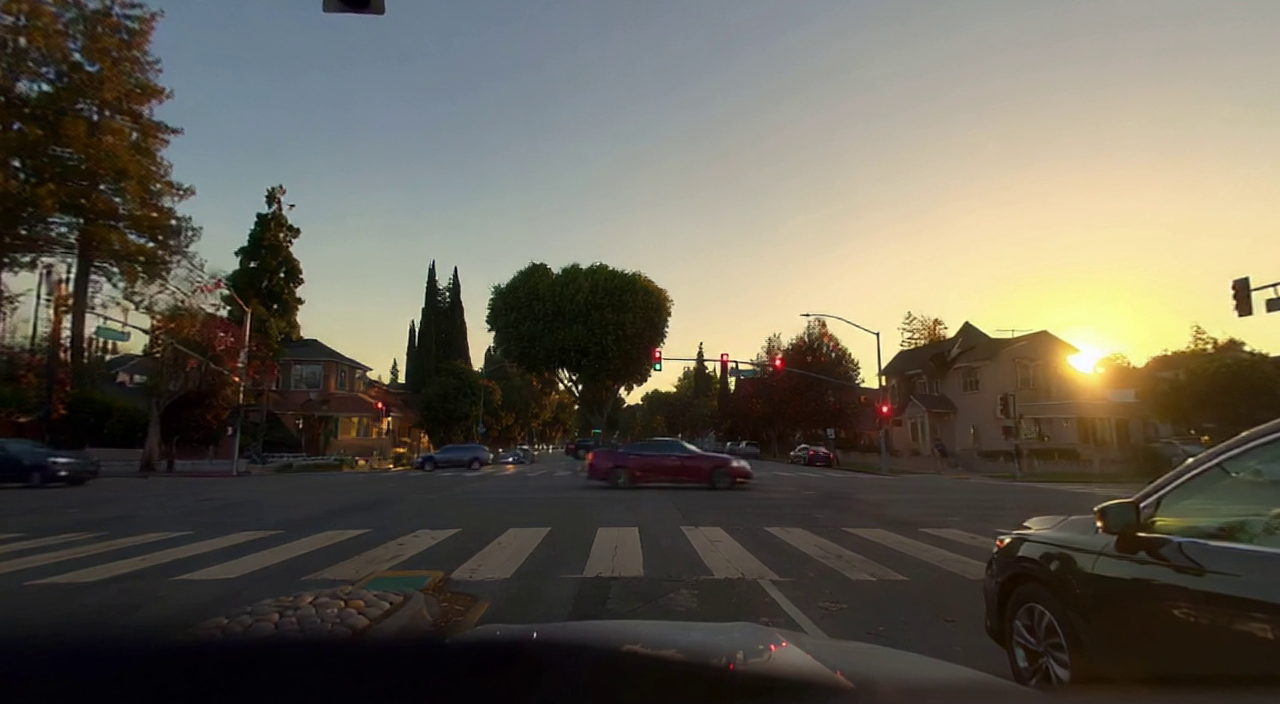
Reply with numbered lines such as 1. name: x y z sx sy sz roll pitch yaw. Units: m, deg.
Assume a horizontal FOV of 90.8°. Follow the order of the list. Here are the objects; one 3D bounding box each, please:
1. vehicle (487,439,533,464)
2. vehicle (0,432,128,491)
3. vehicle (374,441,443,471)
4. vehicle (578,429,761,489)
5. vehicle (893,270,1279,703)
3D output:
1. vehicle: -8.886 6.870 43.709 2.028 1.654 5.027 0 -9 1
2. vehicle: -19.640 3.454 20.043 4.860 1.748 2.160 0 -9 1
3. vehicle: -14.371 6.481 39.540 2.065 1.775 4.667 -1 -9 7
4. vehicle: 0.876 3.310 19.730 5.403 1.759 2.040 0 -9 0
5. vehicle: 2.730 0.704 1.725 2.085 1.800 4.908 0 -9 1
